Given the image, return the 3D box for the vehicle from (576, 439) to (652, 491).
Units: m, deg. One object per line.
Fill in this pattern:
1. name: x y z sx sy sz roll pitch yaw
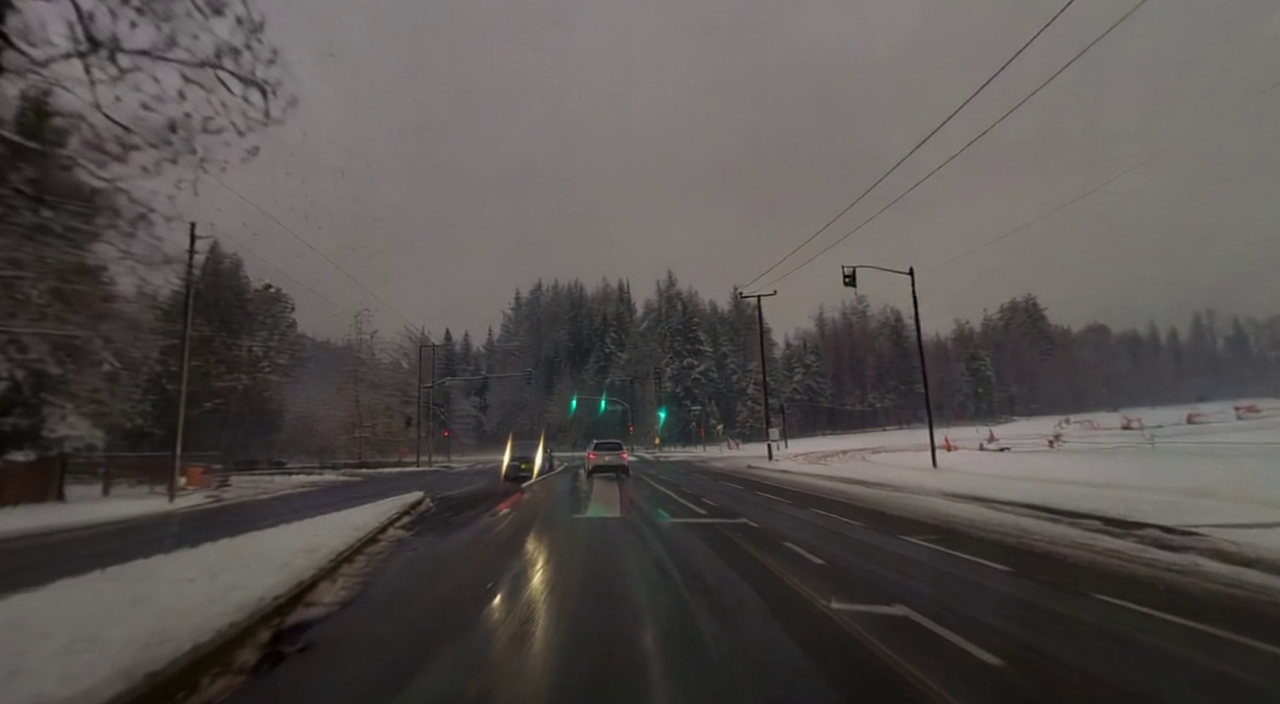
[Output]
1. vehicle: -0.948 3.685 21.064 2.266 1.508 4.430 0 -8 -5

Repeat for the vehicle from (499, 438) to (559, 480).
1. vehicle: -4.770 4.650 27.693 2.077 1.665 4.206 0 -8 -3
